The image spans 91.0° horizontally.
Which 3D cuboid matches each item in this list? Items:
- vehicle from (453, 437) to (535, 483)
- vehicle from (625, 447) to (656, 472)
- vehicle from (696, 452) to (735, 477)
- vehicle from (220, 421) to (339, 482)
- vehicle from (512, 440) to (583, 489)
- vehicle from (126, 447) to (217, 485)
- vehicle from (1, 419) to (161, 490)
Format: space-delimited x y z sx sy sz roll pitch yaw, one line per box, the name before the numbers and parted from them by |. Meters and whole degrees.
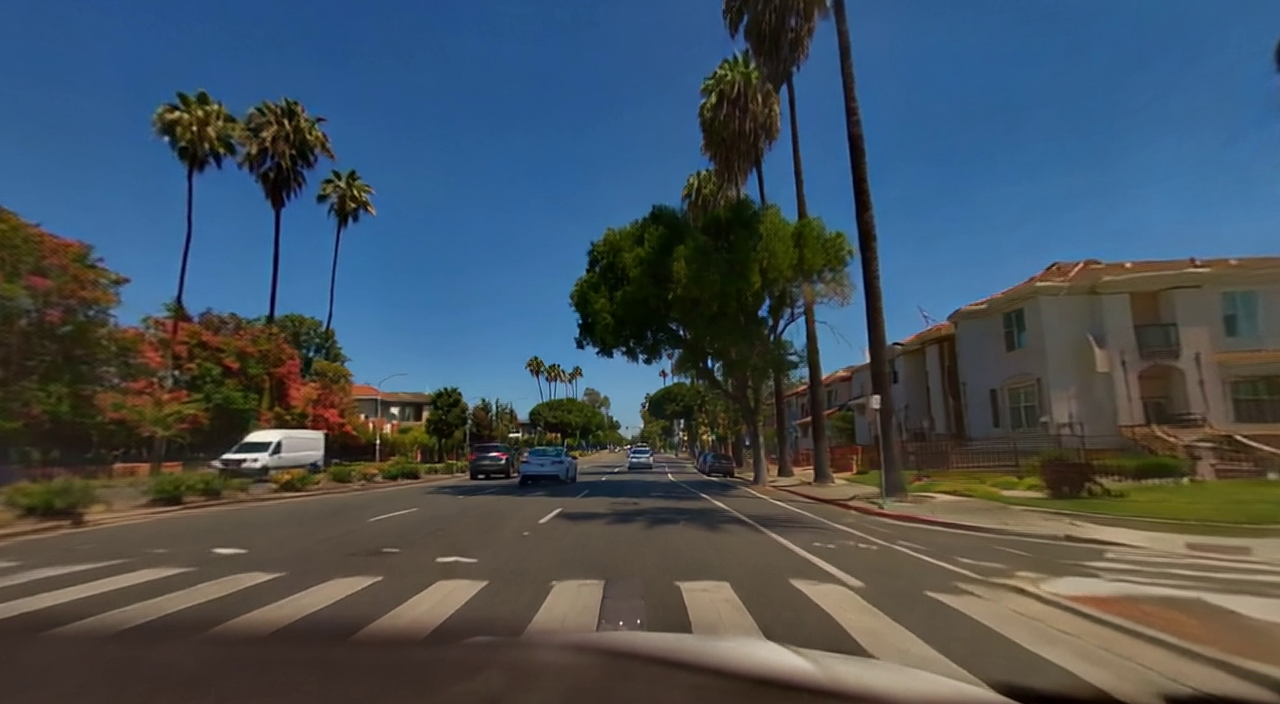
vehicle | -7.055 5.307 31.381 2.457 2.010 6.330 0 -9 1
vehicle | 0.010 8.178 48.028 2.280 1.803 4.240 0 -9 0
vehicle | 4.997 7.514 42.198 1.994 1.507 4.173 1 -9 -2
vehicle | -17.712 4.937 31.415 2.331 2.714 5.872 0 -9 1
vehicle | -3.707 4.593 25.999 2.116 1.806 4.516 0 -9 2
vehicle | -25.461 6.177 34.393 2.096 1.778 3.972 -3 -8 -3
vehicle | -25.810 4.747 29.440 2.512 2.978 5.172 0 -9 1
